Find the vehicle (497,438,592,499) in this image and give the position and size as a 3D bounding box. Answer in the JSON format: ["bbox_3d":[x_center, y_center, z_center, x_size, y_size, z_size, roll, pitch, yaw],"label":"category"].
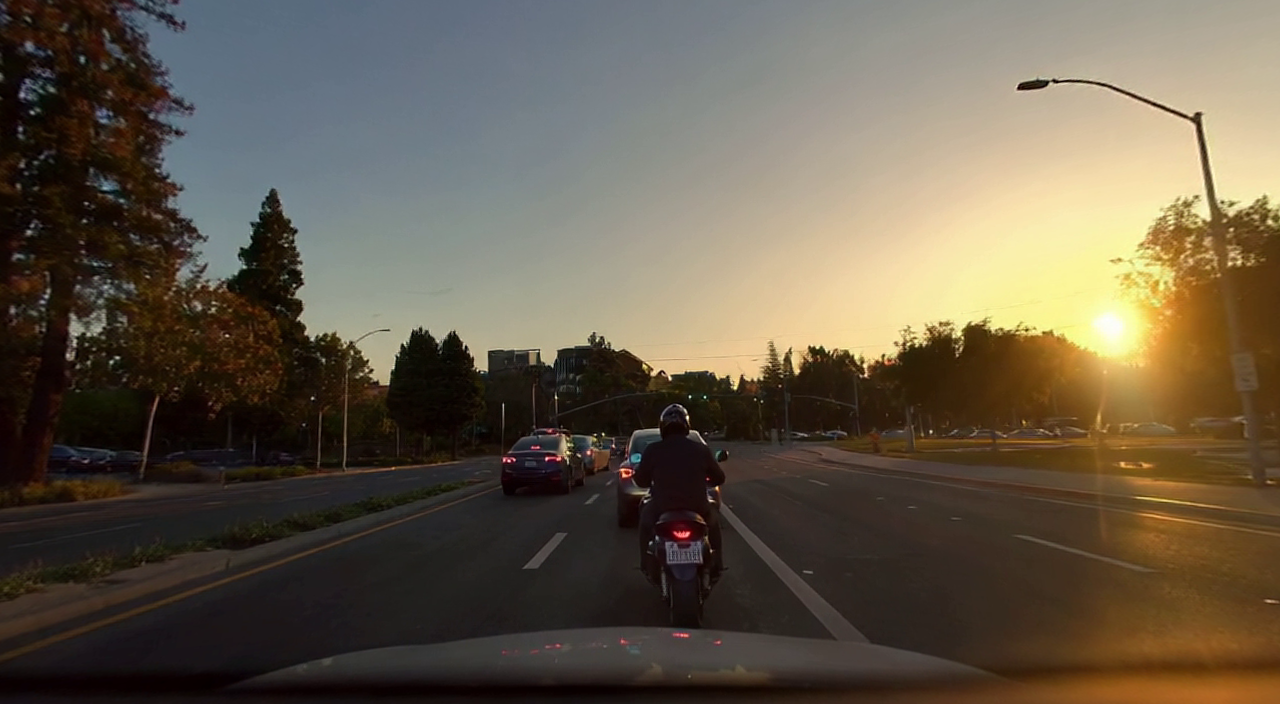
[{"bbox_3d":[-2.554,3.216,17.855,1.979,1.499,3.840,-1,-8,2],"label":"vehicle"}]

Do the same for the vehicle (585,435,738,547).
[{"bbox_3d":[0.324,2.169,10.669,2.009,1.450,4.608,-1,-8,1],"label":"vehicle"}]
